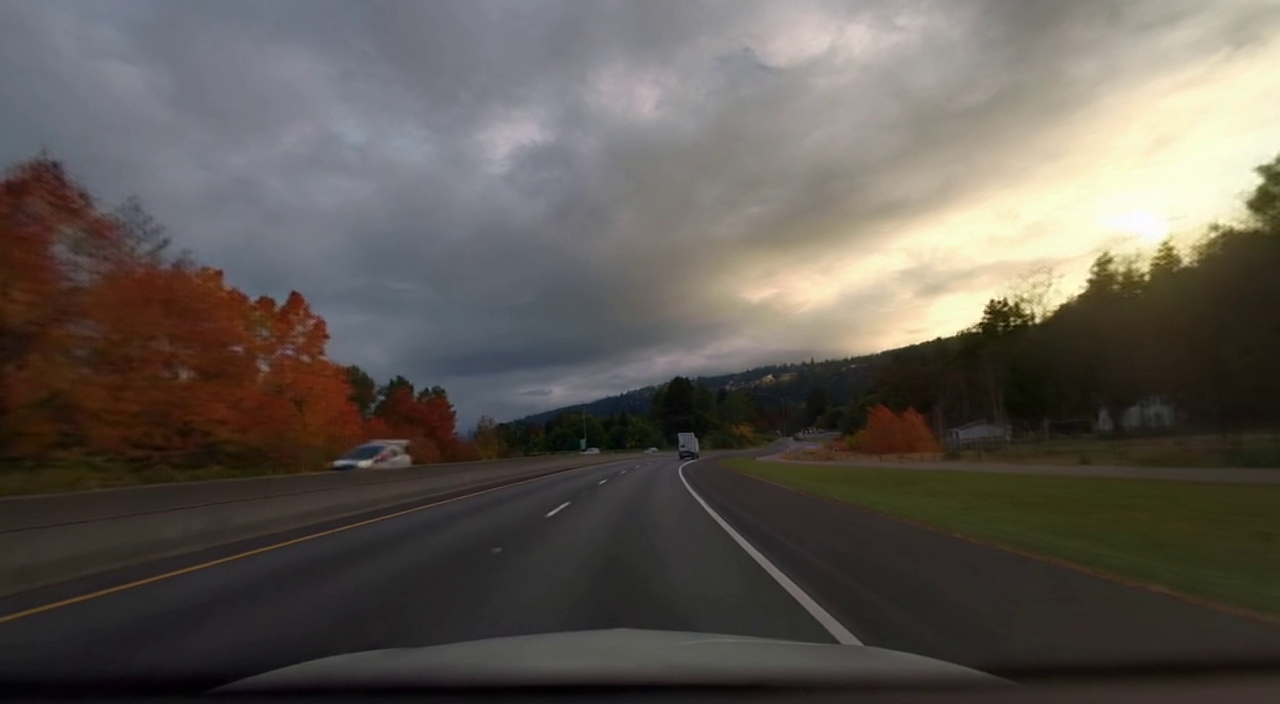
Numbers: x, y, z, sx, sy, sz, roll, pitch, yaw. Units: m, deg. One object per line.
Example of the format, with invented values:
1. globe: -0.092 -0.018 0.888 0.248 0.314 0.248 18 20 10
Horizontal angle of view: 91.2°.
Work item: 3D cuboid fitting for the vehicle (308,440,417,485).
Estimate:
1. vehicle: -12.043 4.832 27.712 2.145 1.788 5.253 -1 -9 4
